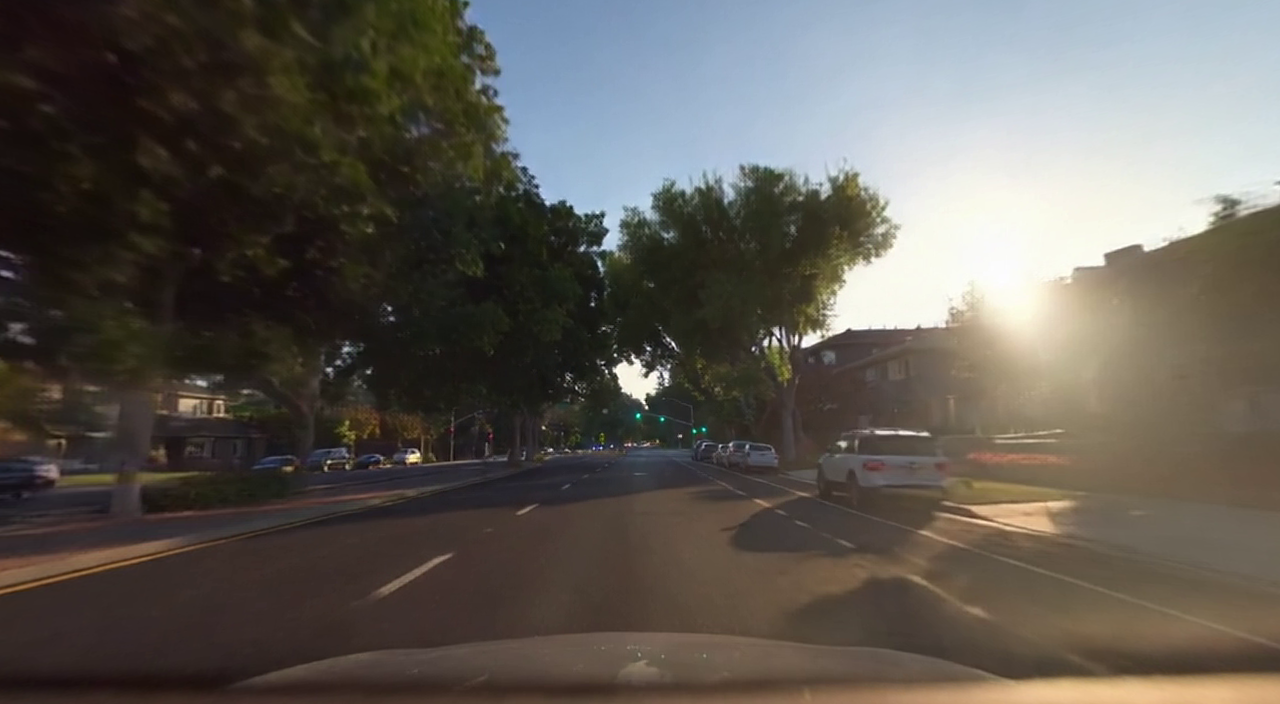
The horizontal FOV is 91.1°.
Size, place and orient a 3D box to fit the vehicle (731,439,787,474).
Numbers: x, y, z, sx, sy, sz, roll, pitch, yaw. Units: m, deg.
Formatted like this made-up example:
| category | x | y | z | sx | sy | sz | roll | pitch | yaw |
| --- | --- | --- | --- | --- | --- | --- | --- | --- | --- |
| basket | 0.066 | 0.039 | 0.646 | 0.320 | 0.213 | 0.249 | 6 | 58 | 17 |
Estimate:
| category | x | y | z | sx | sy | sz | roll | pitch | yaw |
| --- | --- | --- | --- | --- | --- | --- | --- | --- | --- |
| vehicle | 6.058 | 5.355 | 32.450 | 1.918 | 1.662 | 4.393 | 0 | -9 | -2 |

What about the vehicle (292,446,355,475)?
| category | x | y | z | sx | sy | sz | roll | pitch | yaw |
| --- | --- | --- | --- | --- | --- | --- | --- | --- | --- |
| vehicle | -22.048 | 7.561 | 43.992 | 2.001 | 1.839 | 4.669 | 0 | -8 | 0 |

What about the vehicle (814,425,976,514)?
| category | x | y | z | sx | sy | sz | roll | pitch | yaw |
| --- | --- | --- | --- | --- | --- | --- | --- | --- | --- |
| vehicle | 5.924 | 2.767 | 15.323 | 2.004 | 1.816 | 4.585 | 0 | -8 | 0 |

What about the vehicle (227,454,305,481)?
| category | x | y | z | sx | sy | sz | roll | pitch | yaw |
| --- | --- | --- | --- | --- | --- | --- | --- | --- | --- |
| vehicle | -22.171 | 6.827 | 37.415 | 1.883 | 1.450 | 4.659 | 0 | -8 | -2 |
